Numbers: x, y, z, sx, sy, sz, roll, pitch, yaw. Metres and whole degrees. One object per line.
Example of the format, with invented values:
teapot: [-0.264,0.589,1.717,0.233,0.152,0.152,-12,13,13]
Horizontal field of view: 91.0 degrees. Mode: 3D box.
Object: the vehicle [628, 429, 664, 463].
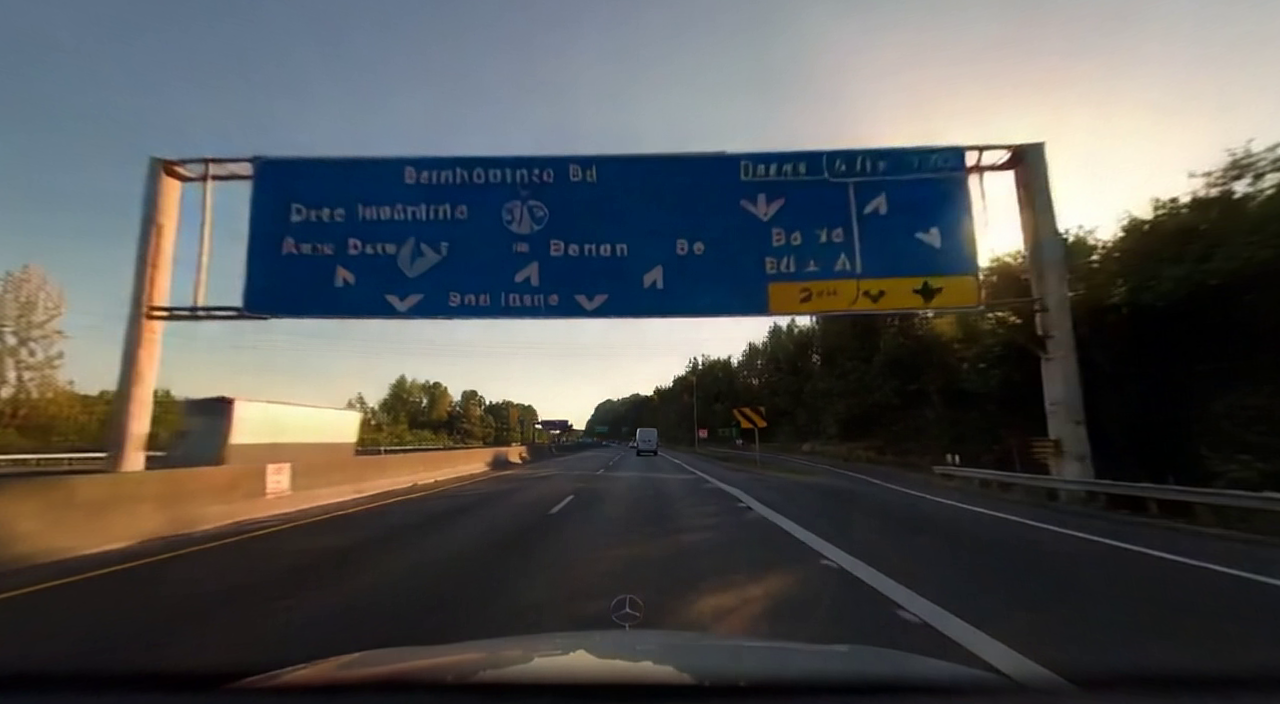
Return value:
vehicle: [0.402,6.290,42.233,2.277,2.109,4.922,0,-8,0]
